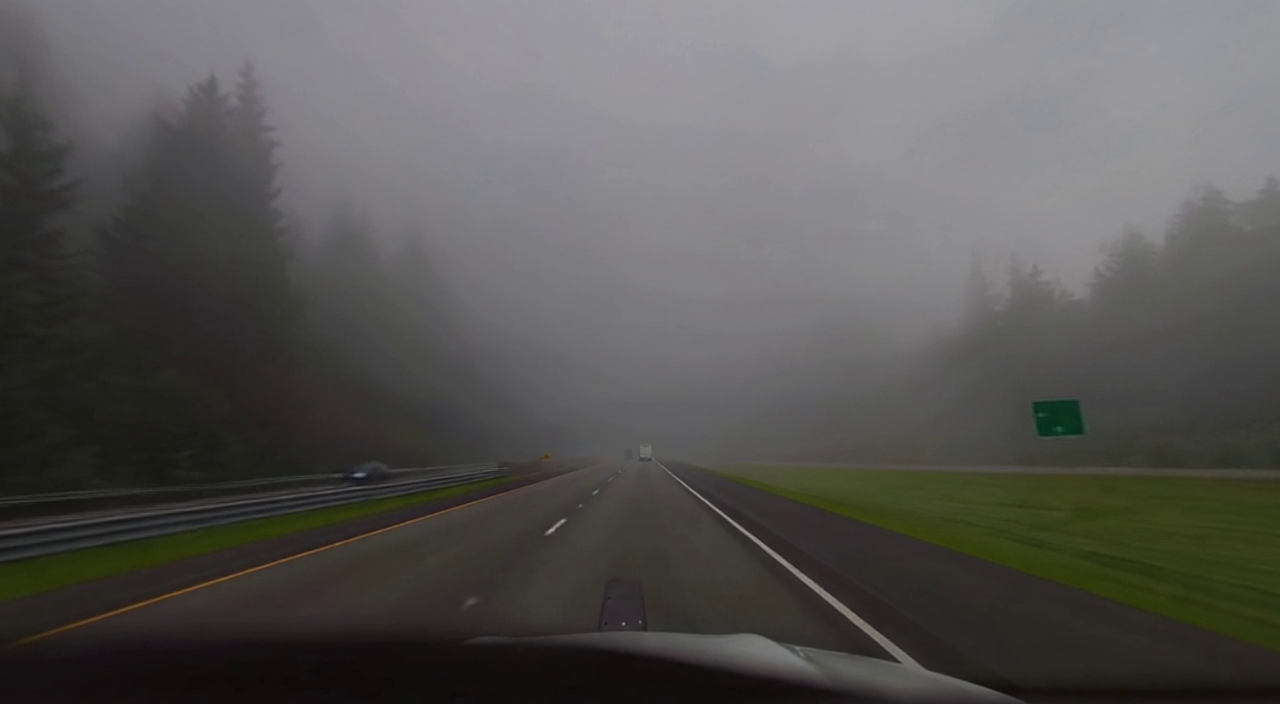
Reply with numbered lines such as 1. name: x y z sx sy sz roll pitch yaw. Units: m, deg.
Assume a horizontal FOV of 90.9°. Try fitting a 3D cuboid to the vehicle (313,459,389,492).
1. vehicle: -14.517 6.207 31.930 1.841 1.465 4.007 0 -9 2
